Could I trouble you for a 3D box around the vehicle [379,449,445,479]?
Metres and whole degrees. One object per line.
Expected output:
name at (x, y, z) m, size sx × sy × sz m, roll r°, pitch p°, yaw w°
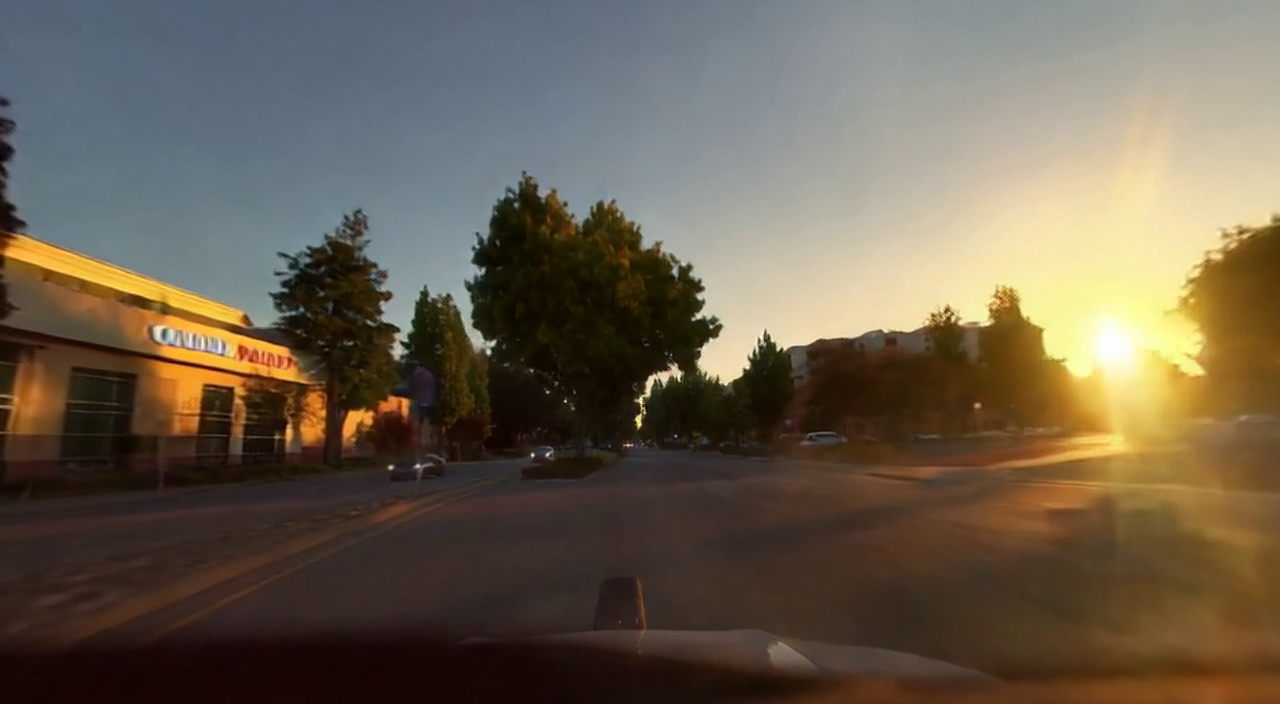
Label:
vehicle at (-12.269, 6.026, 34.147) m, size 1.921 × 1.490 × 4.242 m, roll 0°, pitch -9°, yaw 0°
